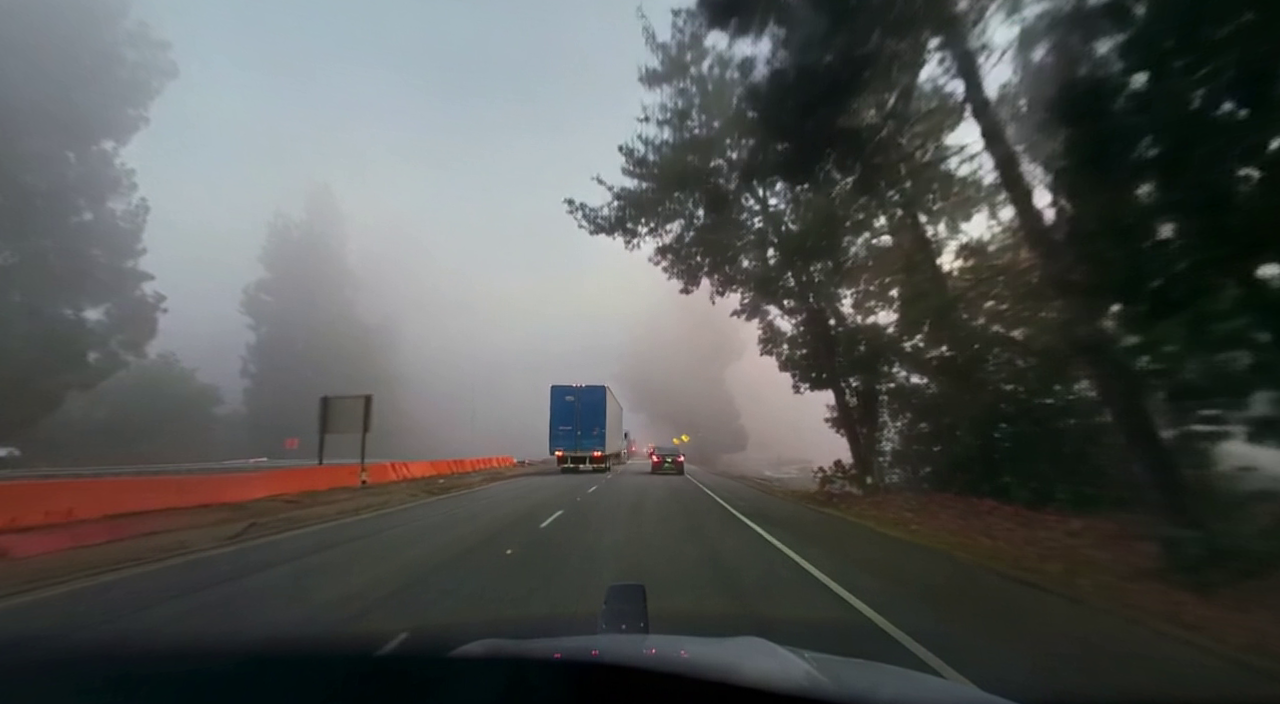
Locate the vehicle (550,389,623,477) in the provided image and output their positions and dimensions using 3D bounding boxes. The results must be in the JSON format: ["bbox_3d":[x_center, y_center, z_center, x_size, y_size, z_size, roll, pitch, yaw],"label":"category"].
[{"bbox_3d":[-2.729,4.922,37.495,2.906,4.115,15.715,0,-8,0],"label":"vehicle"}]

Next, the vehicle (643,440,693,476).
[{"bbox_3d":[1.343,5.342,31.986,2.304,1.675,4.462,0,-8,0],"label":"vehicle"}]
